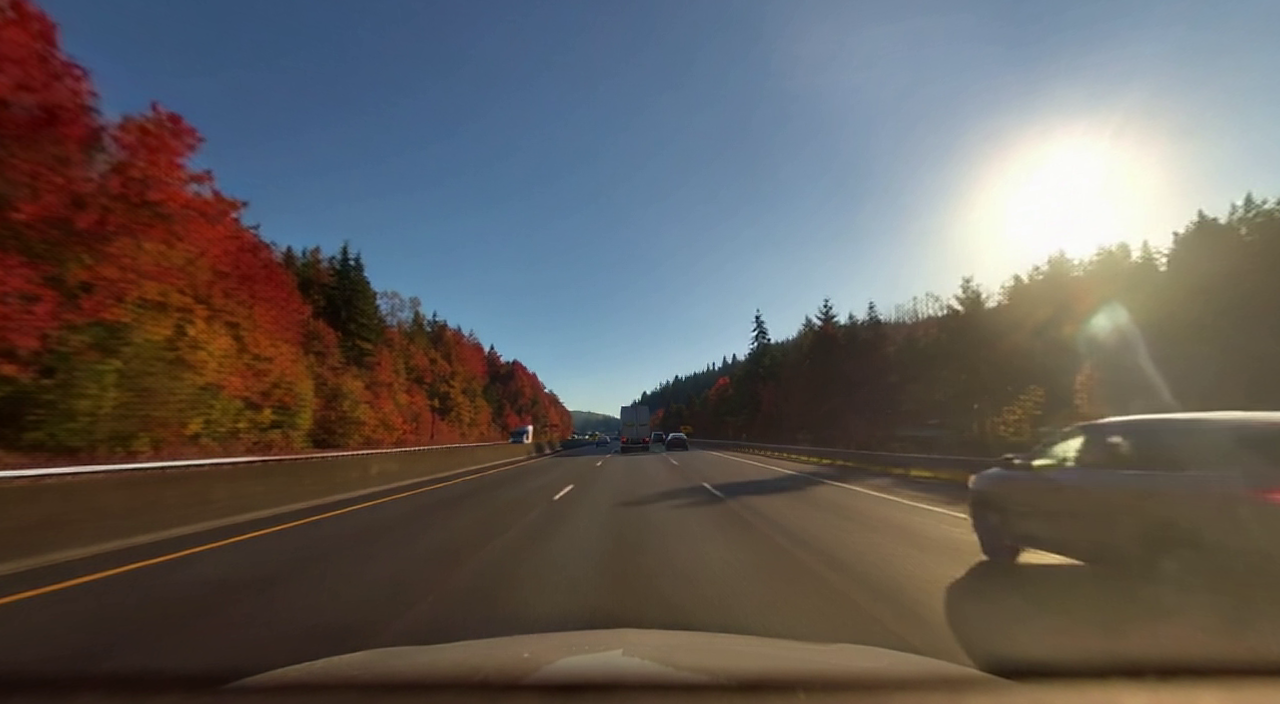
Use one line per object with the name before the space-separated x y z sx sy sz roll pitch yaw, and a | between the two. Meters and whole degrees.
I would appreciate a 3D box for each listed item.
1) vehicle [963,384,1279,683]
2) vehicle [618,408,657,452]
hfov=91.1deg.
vehicle | 4.139 1.033 4.088 1.882 1.492 3.958 0 -8 -1
vehicle | -0.250 5.752 45.872 2.631 2.957 6.512 0 -8 -2
